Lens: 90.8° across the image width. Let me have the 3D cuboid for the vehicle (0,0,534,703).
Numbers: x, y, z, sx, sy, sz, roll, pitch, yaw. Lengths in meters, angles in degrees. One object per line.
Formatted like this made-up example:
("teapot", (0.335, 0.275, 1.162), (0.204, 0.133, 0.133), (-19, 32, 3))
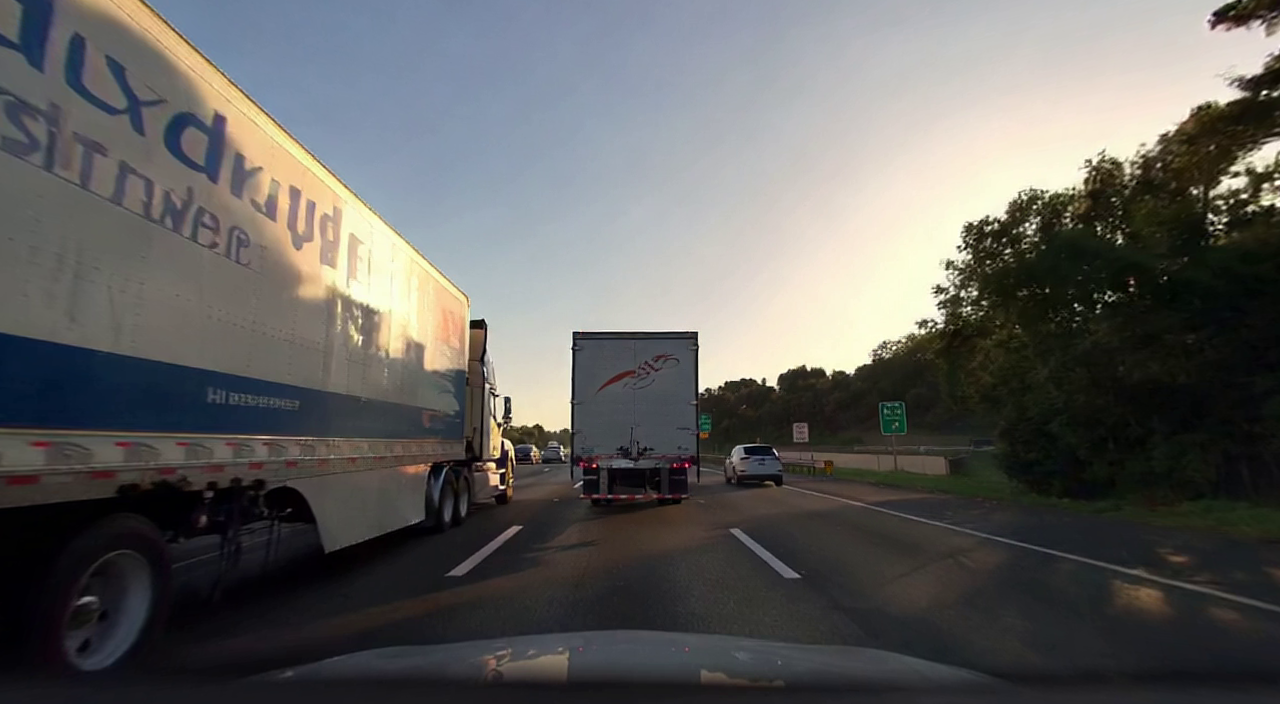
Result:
("vehicle", (-4.098, 0.416, 7.461), (2.873, 4.107, 15.970), (0, -8, 0))

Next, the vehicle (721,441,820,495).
("vehicle", (3.856, 3.507, 19.552), (2.010, 1.446, 4.579), (0, -9, -1))

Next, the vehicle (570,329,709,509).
("vehicle", (-0.094, 2.119, 18.367), (2.910, 3.828, 9.805), (0, -9, -1))
